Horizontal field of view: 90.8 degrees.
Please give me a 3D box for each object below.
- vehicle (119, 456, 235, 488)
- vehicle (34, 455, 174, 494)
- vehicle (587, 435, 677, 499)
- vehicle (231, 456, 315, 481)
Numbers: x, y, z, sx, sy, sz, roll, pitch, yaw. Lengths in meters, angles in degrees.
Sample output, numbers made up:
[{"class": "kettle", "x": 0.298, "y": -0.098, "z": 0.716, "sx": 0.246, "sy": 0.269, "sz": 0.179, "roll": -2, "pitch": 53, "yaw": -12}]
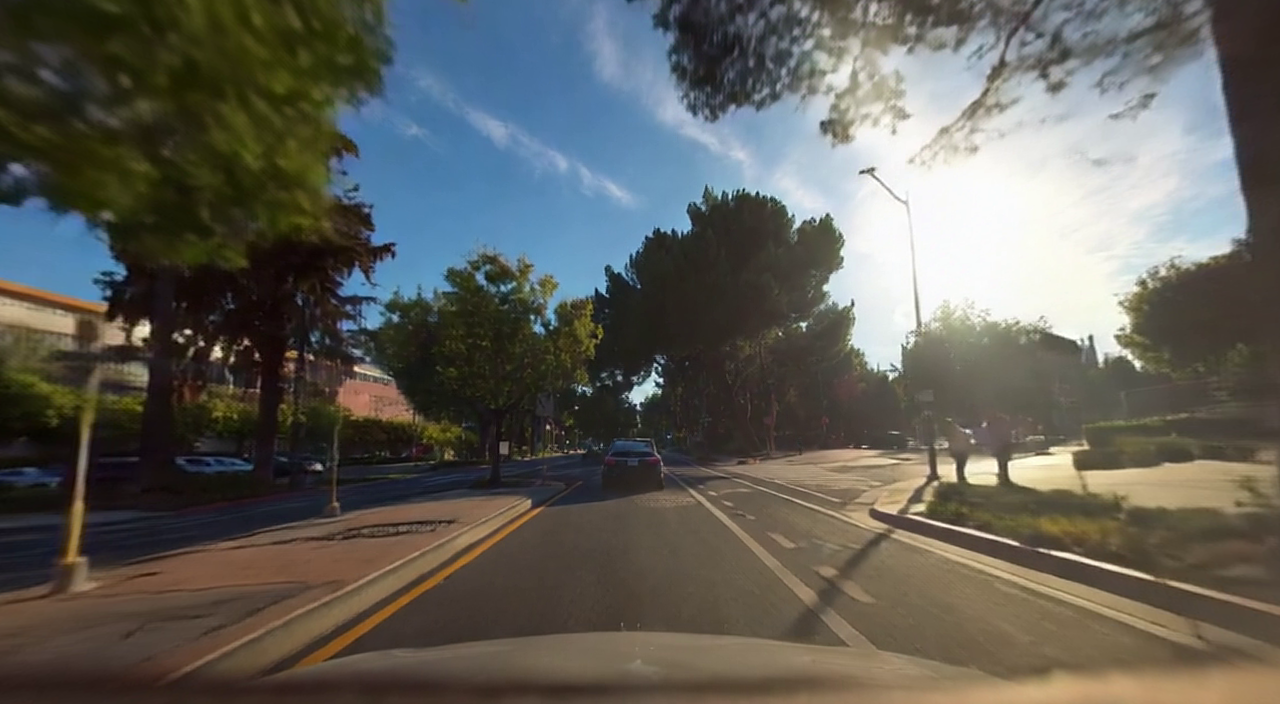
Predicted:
[{"class": "vehicle", "x": -23.281, "y": 6.027, "z": 31.895, "sx": 4.204, "sy": 1.522, "sz": 1.998, "roll": 0, "pitch": -8, "yaw": -3}, {"class": "vehicle", "x": -22.837, "y": 5.215, "z": 27.063, "sx": 4.038, "sy": 1.531, "sz": 2.015, "roll": 0, "pitch": -9, "yaw": -2}, {"class": "vehicle", "x": -0.209, "y": 3.164, "z": 17.875, "sx": 2.221, "sy": 1.570, "sz": 4.398, "roll": 0, "pitch": -8, "yaw": -1}, {"class": "vehicle", "x": -23.018, "y": 7.308, "z": 39.747, "sx": 4.086, "sy": 1.478, "sz": 1.844, "roll": 0, "pitch": -8, "yaw": -4}]
